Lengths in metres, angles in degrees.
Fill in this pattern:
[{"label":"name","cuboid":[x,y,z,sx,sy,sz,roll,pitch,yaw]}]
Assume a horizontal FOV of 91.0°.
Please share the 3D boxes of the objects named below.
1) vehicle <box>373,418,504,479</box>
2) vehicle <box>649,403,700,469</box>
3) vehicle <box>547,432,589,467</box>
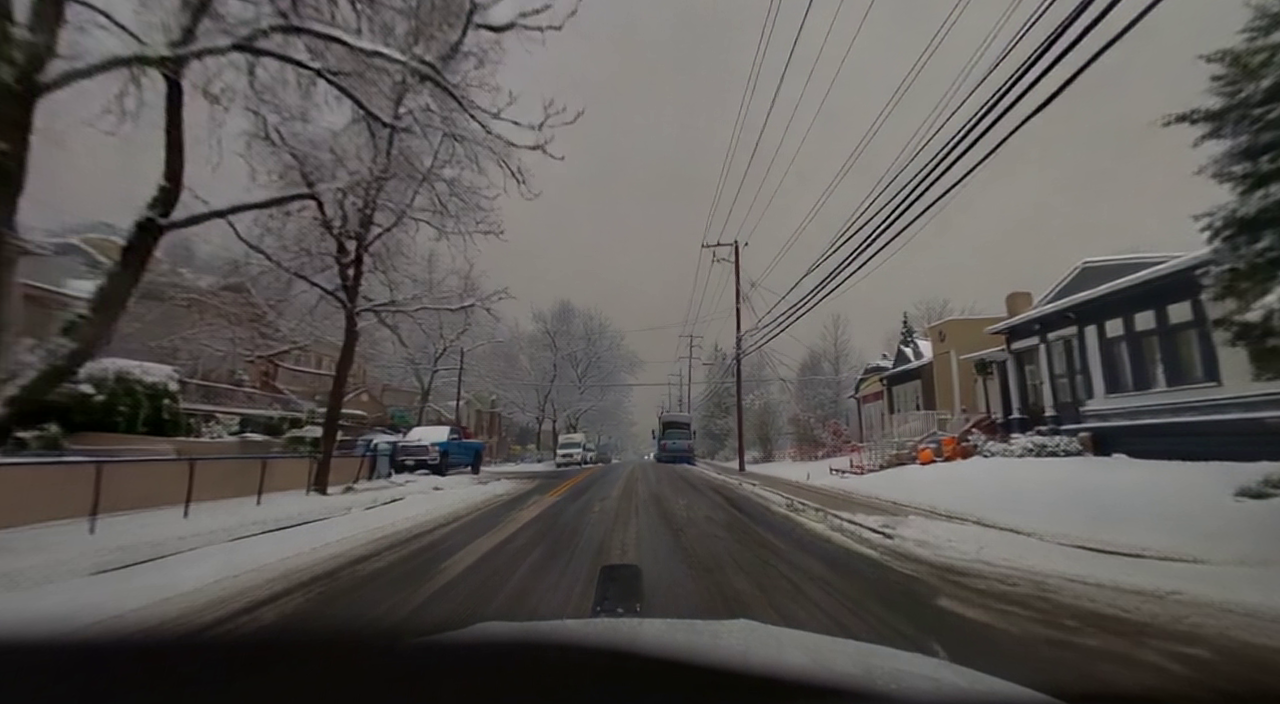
[{"label":"vehicle","cuboid":[-6.977,3.441,22.698,2.238,1.895,5.648,-1,-8,8]},{"label":"vehicle","cuboid":[2.299,6.021,43.360,2.915,3.793,9.963,4,-11,3]},{"label":"vehicle","cuboid":[-4.812,6.548,42.710,2.171,1.910,4.789,-1,-4,2]}]
